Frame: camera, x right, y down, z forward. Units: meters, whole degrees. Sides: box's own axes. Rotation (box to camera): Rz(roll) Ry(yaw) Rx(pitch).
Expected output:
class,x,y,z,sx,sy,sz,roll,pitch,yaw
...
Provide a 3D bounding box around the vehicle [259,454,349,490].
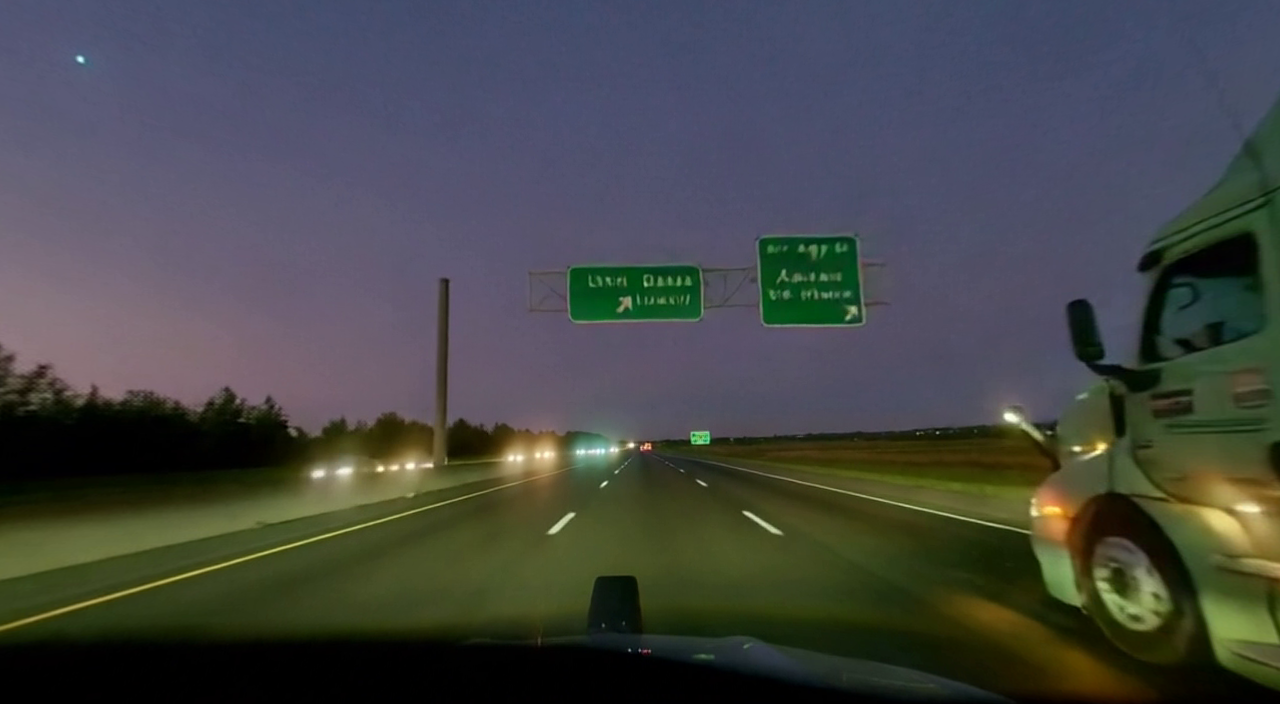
class,x,y,z,sx,sy,sz,roll,pitch,yaw
vehicle,-14.867,5.298,28.158,1.810,1.454,4.056,0,-9,0

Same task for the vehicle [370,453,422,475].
class,x,y,z,sx,sy,sz,roll,pitch,yaw
vehicle,-18.066,8.298,46.847,1.945,1.482,4.735,0,-9,0

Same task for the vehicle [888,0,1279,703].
class,x,y,z,sx,sy,sz,roll,pitch,yaw
vehicle,4.022,-0.053,3.147,3.051,3.968,5.943,0,-9,0
